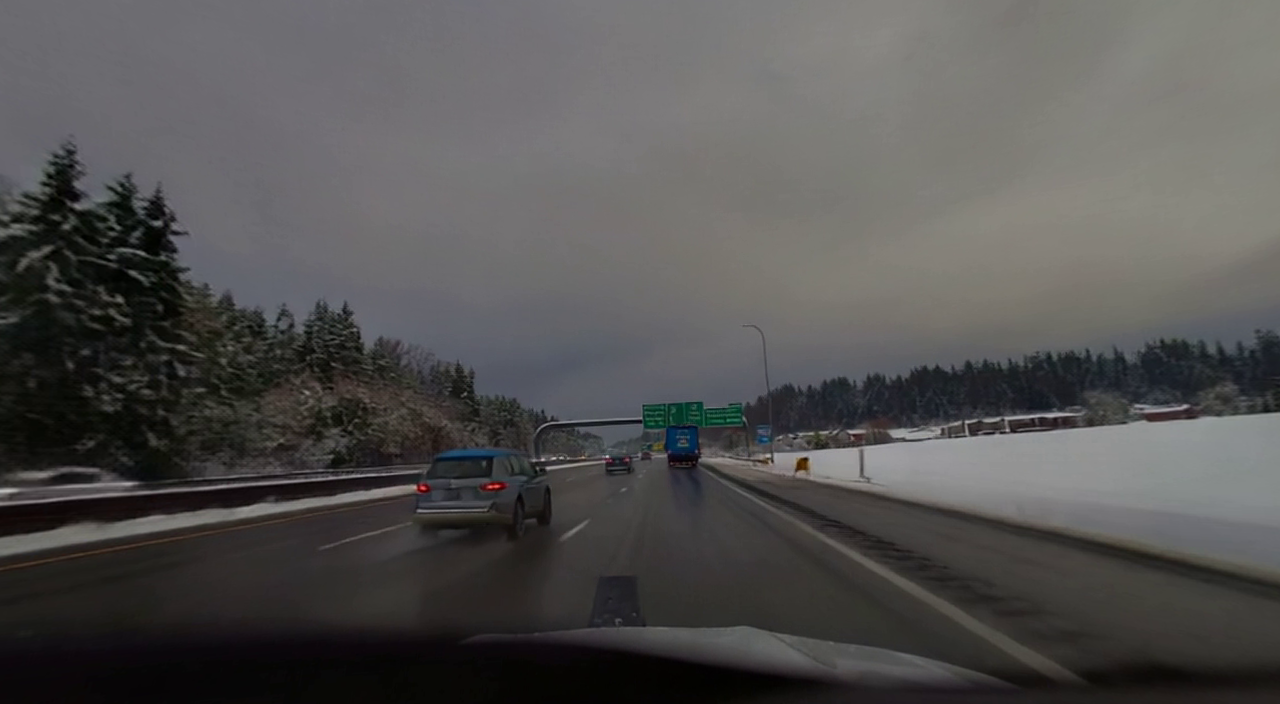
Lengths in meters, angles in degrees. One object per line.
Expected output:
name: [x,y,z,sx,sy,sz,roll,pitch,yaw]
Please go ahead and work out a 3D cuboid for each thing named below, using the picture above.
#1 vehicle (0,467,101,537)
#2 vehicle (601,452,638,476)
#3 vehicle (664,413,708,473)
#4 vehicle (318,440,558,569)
vehicle: [-14.524,3.257,13.605,1.844,1.424,4.319,-1,-9,2]
vehicle: [-1.261,7.196,40.773,2.045,1.430,3.951,-1,-9,4]
vehicle: [3.442,7.306,49.965,2.960,4.018,13.834,-1,-9,2]
vehicle: [-2.755,2.214,9.976,2.039,1.532,4.610,-1,-9,3]
